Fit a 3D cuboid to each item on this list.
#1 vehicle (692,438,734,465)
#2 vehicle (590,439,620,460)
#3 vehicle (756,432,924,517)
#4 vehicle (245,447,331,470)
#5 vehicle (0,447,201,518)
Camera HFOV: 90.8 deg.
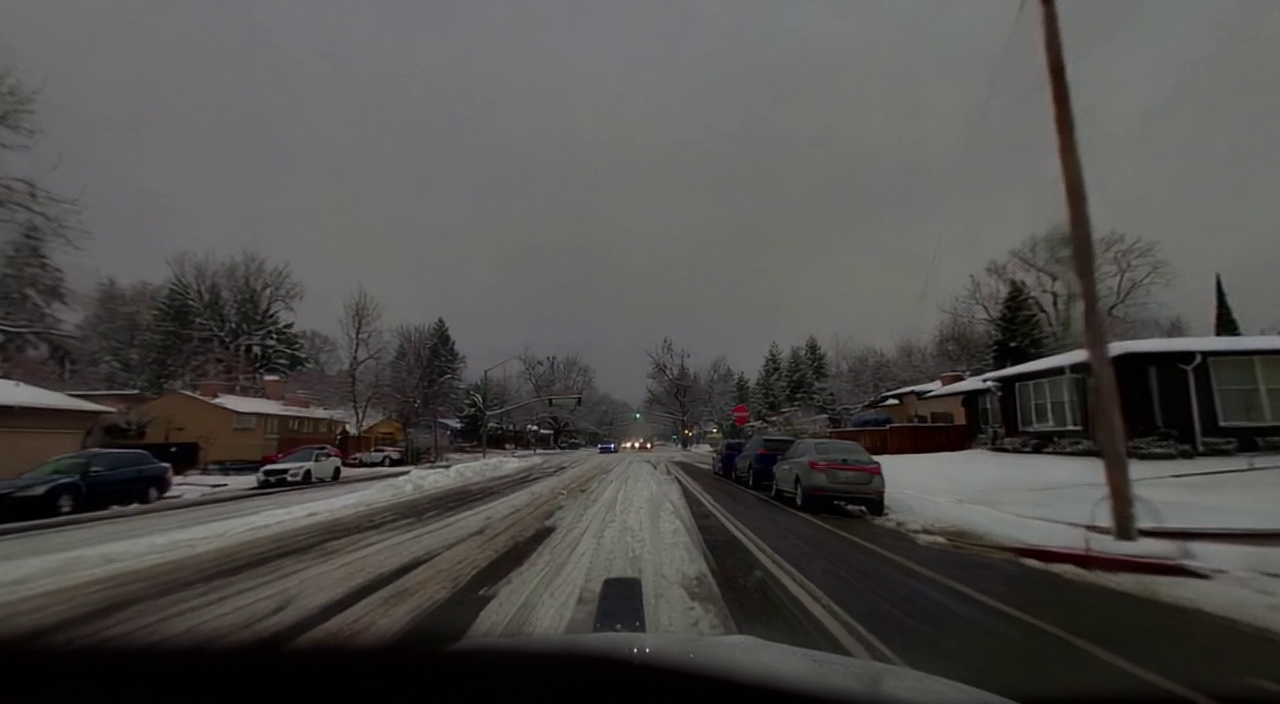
[{"bbox_3d":[4.245,5.894,37.418,1.964,1.485,4.454,0,-8,1],"label":"vehicle"},{"bbox_3d":[-2.565,7.272,47.211,1.986,1.508,4.261,0,-8,0],"label":"vehicle"},{"bbox_3d":[3.911,2.474,13.309,1.956,1.468,4.524,0,-8,-1],"label":"vehicle"},{"bbox_3d":[-22.306,6.739,40.159,4.397,1.423,1.789,0,-8,2],"label":"vehicle"},{"bbox_3d":[-14.144,3.263,16.455,1.923,1.535,4.862,0,-8,0],"label":"vehicle"}]
